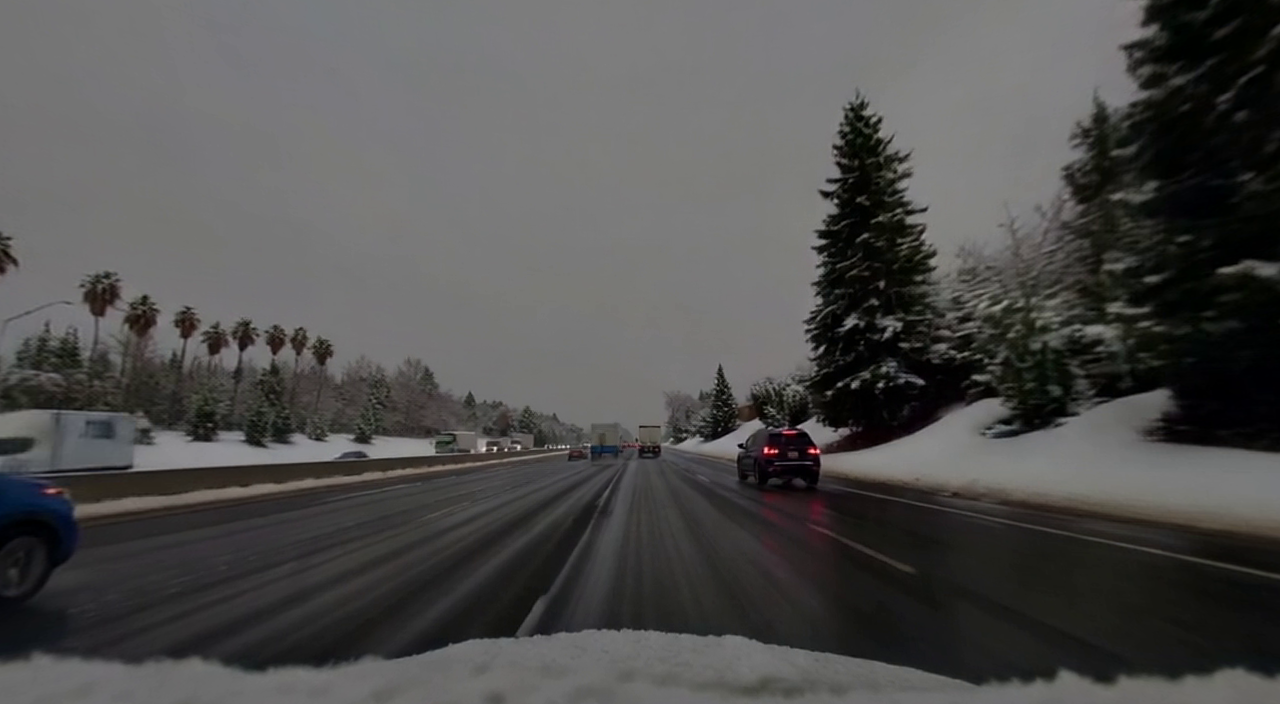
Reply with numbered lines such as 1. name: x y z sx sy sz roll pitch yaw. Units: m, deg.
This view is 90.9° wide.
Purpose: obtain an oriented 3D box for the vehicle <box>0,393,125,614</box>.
1. vehicle: -6.322 1.049 3.823 2.289 1.774 4.871 0 -8 -1

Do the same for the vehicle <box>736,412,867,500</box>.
1. vehicle: 4.468 2.991 18.507 2.408 2.210 4.999 0 -8 -1

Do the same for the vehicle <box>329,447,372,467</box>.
1. vehicle: -20.875 7.584 45.572 1.498 1.356 3.330 0 -8 1
